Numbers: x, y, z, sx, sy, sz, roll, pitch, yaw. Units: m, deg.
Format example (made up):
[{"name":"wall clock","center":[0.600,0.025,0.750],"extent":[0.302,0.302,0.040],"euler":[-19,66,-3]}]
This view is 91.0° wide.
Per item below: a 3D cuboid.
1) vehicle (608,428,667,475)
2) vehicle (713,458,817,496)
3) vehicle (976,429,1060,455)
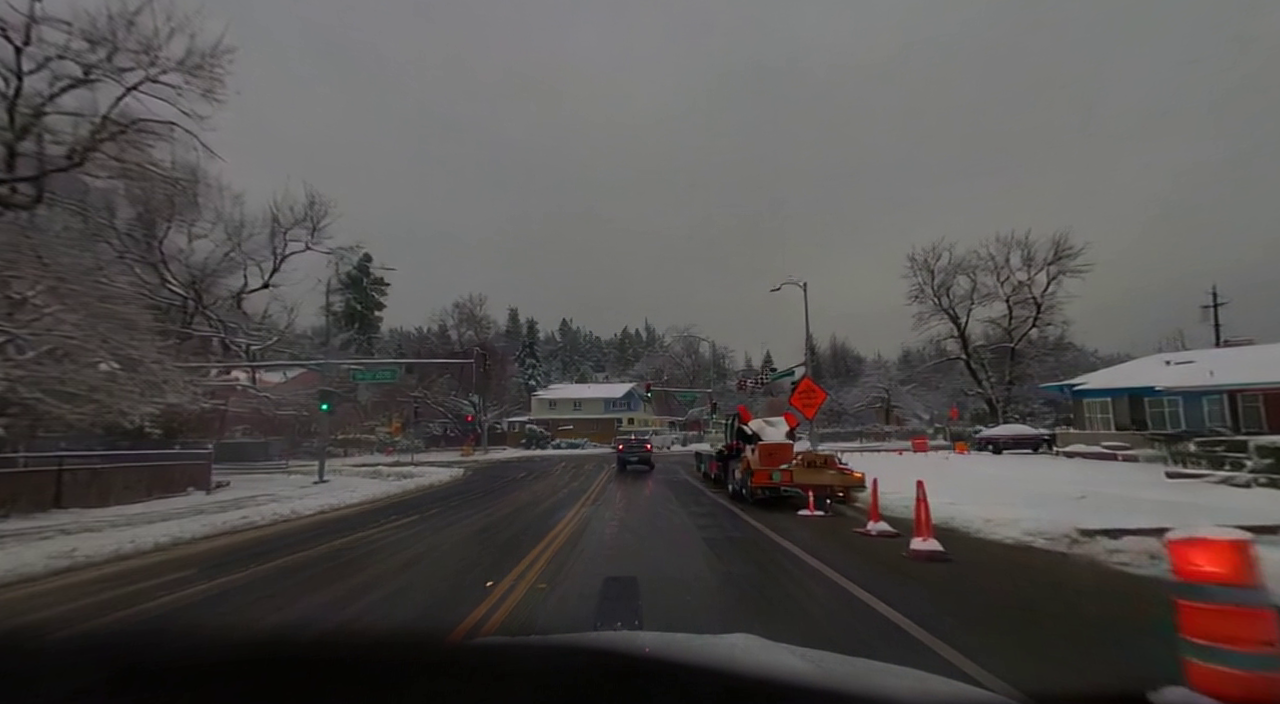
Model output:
[{"name":"vehicle","center":[-0.147,3.912,24.916],"extent":[2.151,1.708,4.084],"euler":[0,-8,-2]},{"name":"vehicle","center":[3.288,3.367,17.188],"extent":[2.123,0.883,3.024],"euler":[0,-8,-2]},{"name":"vehicle","center":[24.201,5.787,40.409],"extent":[4.151,1.429,1.743],"euler":[-2,-8,2]}]
